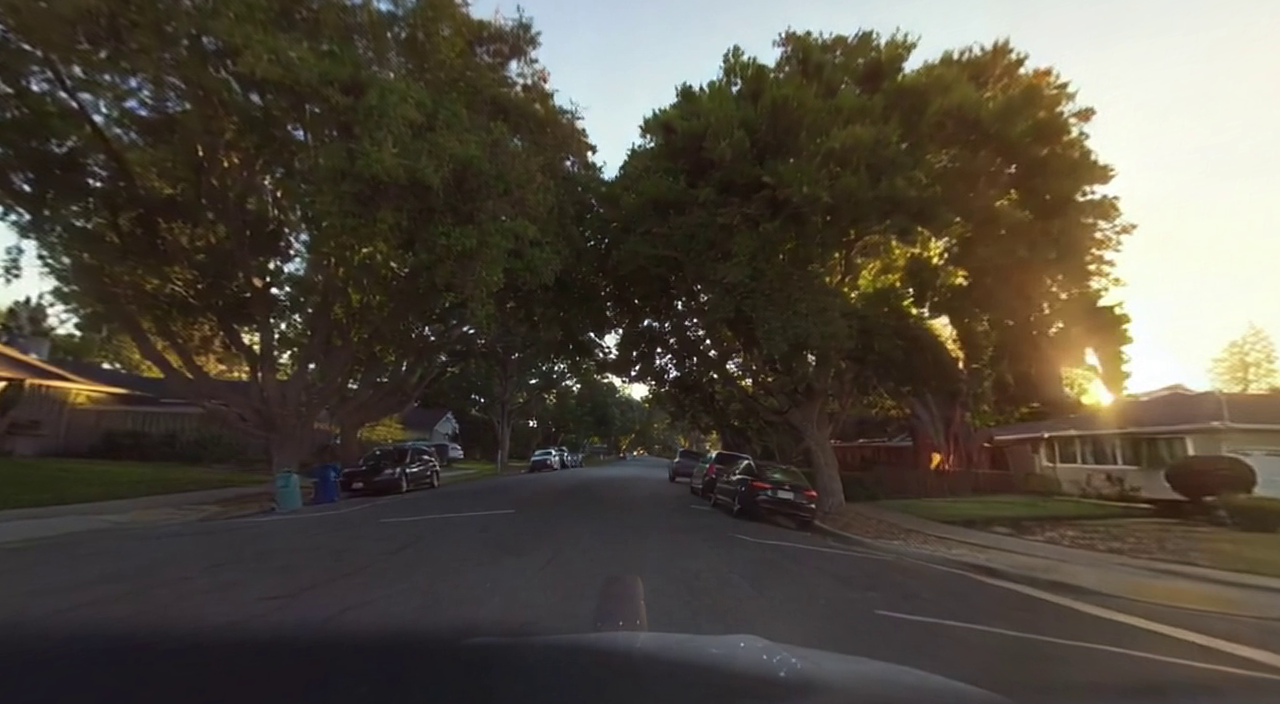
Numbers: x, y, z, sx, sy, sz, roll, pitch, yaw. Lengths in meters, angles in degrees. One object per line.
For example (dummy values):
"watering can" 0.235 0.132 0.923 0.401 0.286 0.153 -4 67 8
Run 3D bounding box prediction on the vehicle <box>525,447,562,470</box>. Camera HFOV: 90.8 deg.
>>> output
"vehicle" -7.472 8.265 49.376 1.988 1.653 4.351 -1 -8 4

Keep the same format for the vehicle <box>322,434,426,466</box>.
"vehicle" -13.499 5.028 32.308 4.423 1.522 1.961 1 -9 -2

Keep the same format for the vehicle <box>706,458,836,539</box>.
"vehicle" 2.802 3.243 14.550 1.881 1.487 4.183 1 -9 -3
